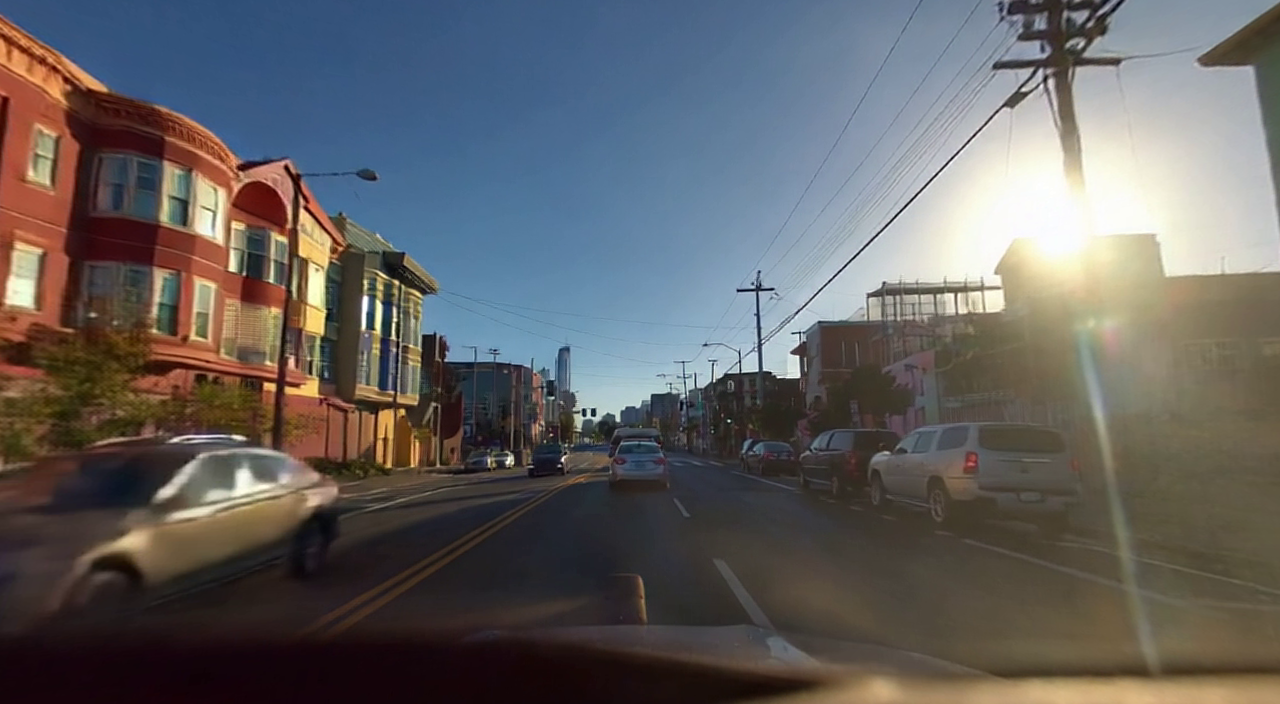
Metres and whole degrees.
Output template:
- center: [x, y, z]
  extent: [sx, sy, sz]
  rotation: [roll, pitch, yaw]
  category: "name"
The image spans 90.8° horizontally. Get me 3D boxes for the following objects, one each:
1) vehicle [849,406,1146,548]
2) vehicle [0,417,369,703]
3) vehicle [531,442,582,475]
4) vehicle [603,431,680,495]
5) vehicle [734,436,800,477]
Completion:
- center: [6.227, 2.270, 12.282]
  extent: [2.203, 2.052, 5.975]
  rotation: [0, -9, -1]
  category: "vehicle"
- center: [-4.175, 1.398, 5.188]
  extent: [1.944, 1.515, 4.428]
  rotation: [0, -9, 0]
  category: "vehicle"
- center: [-4.088, 5.257, 31.502]
  extent: [1.968, 1.524, 4.304]
  rotation: [0, -9, 0]
  category: "vehicle"
- center: [0.045, 3.147, 18.230]
  extent: [1.980, 1.635, 3.795]
  rotation: [0, -9, 0]
  category: "vehicle"
- center: [6.337, 5.294, 32.257]
  extent: [2.197, 1.917, 5.637]
  rotation: [0, -9, 0]
  category: "vehicle"
